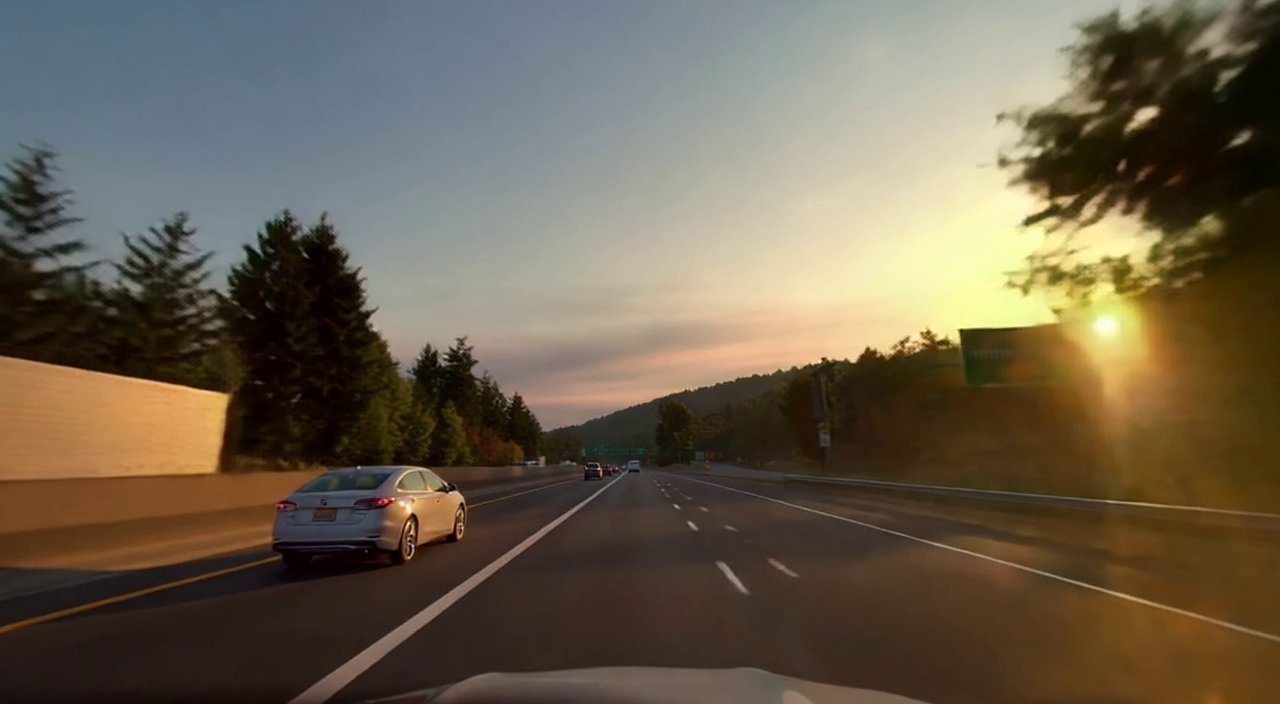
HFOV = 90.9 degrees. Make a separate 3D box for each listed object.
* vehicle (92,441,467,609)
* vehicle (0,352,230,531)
[{"bbox_3d":[-3.814,1.956,7.875,1.998,1.427,4.462,1,-11,0],"label":"vehicle"},{"bbox_3d":[-16.244,2.171,15.153,3.270,4.015,14.199,1,-11,0],"label":"vehicle"}]
